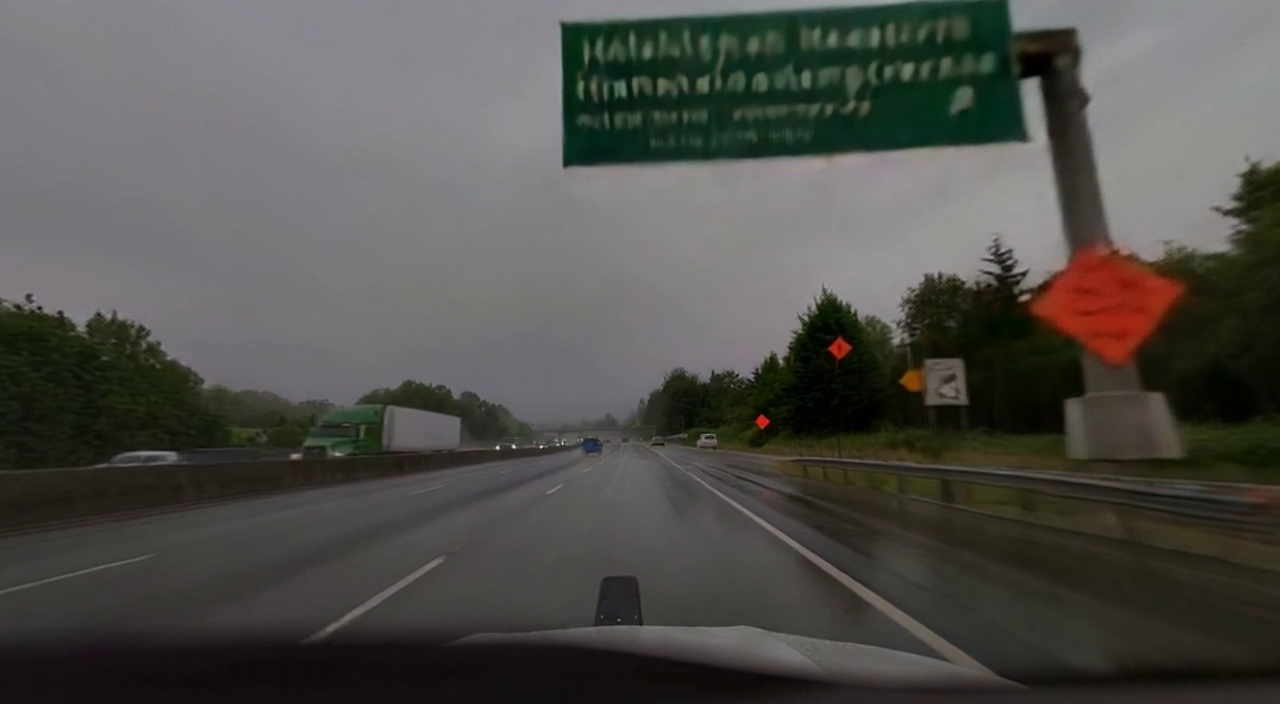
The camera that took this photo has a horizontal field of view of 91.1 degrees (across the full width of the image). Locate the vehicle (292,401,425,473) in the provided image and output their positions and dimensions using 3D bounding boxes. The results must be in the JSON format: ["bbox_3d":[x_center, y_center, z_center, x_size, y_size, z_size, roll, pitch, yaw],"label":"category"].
[{"bbox_3d":[-16.623,5.241,38.426,2.934,3.737,10.958,0,-8,1],"label":"vehicle"}]

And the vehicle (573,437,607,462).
[{"bbox_3d":[-3.495,6.826,44.302,2.125,1.662,4.336,0,-8,-1],"label":"vehicle"}]

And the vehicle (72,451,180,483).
[{"bbox_3d":[-27.192,6.054,33.440,1.864,1.494,4.580,0,-8,0],"label":"vehicle"}]
